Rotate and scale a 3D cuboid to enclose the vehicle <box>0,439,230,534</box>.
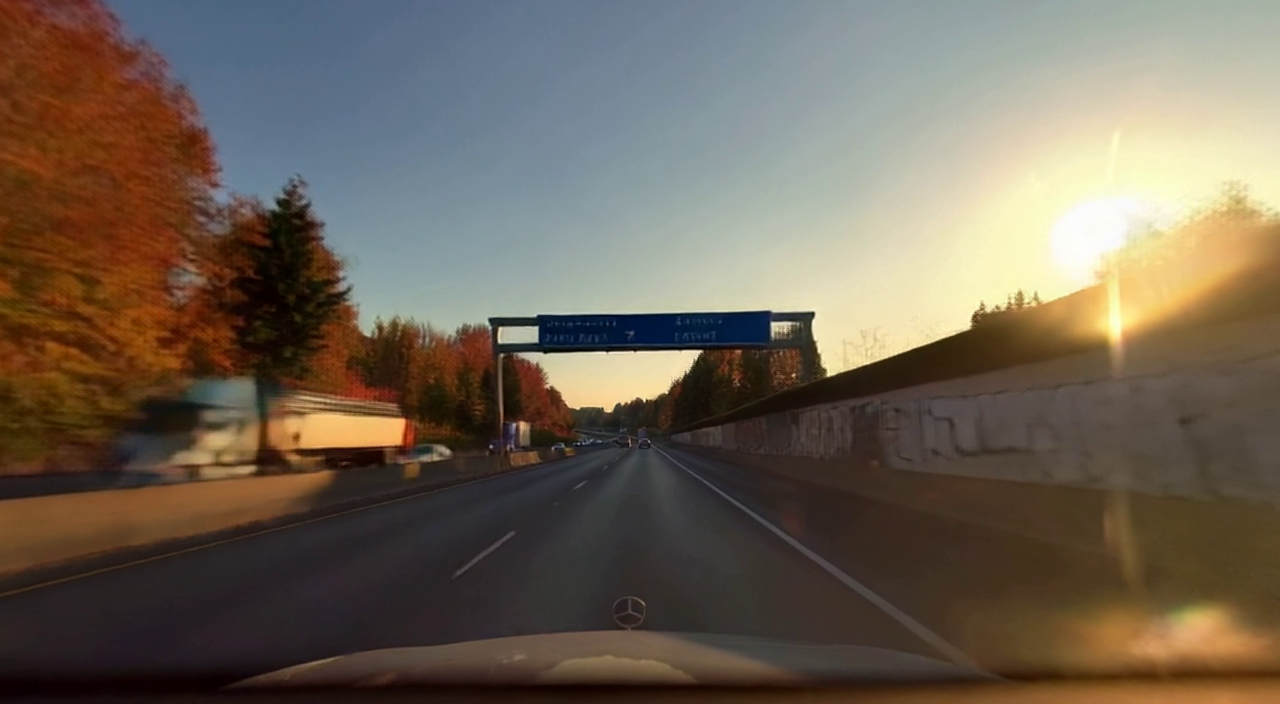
[{"bbox_3d":[-10.497,2.521,12.494,1.884,1.546,4.094,0,-8,1],"label":"vehicle"}]

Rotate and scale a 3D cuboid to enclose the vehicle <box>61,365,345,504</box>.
[{"bbox_3d":[-14.715,3.023,22.850,2.994,3.947,9.906,0,-8,1],"label":"vehicle"}]

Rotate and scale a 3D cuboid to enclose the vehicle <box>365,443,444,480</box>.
[{"bbox_3d":[-10.717,4.976,28.963,1.905,1.561,4.252,0,-8,1],"label":"vehicle"}]
